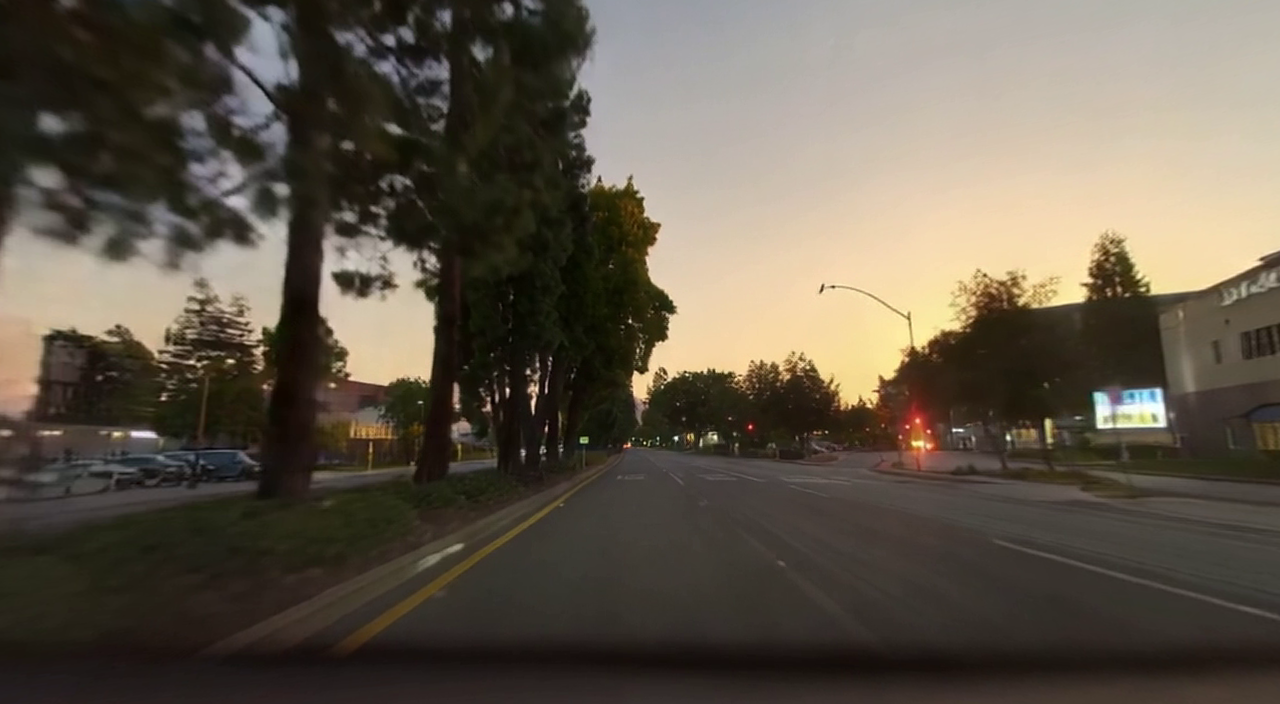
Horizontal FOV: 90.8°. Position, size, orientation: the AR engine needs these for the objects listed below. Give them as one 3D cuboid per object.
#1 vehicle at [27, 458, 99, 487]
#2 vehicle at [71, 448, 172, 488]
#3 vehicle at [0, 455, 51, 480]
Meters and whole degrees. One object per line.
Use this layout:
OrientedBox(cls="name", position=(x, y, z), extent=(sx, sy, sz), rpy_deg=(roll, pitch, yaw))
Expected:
OrientedBox(cls="vehicle", position=(-33.846, 7.059, 37.185), extent=(2.020, 1.489, 3.997), rpy_deg=(4, -10, -26))
OrientedBox(cls="vehicle", position=(-28.381, 6.315, 34.844), extent=(2.124, 2.004, 5.473), rpy_deg=(2, -9, -15))
OrientedBox(cls="vehicle", position=(-46.633, 8.494, 46.254), extent=(4.813, 1.685, 2.076), rpy_deg=(-2, -10, -3))
